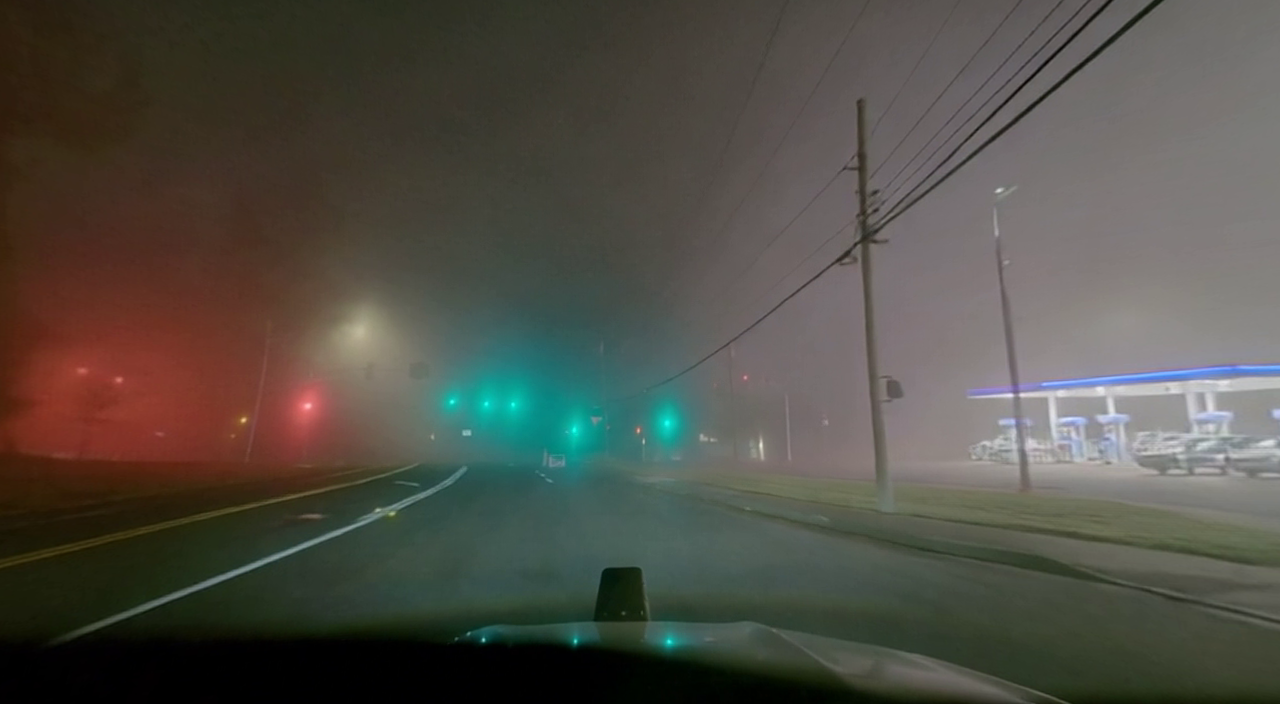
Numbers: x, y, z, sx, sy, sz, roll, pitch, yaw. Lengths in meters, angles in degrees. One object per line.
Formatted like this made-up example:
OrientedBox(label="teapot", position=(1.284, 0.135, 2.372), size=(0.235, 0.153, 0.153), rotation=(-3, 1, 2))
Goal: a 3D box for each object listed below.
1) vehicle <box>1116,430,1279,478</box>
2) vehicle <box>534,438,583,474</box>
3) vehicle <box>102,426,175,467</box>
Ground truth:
OrientedBox(label="vehicle", position=(18.961, 3.398, 21.023), size=(4.677, 1.494, 1.960), rotation=(1, -9, -9))
OrientedBox(label="vehicle", position=(-4.737, 5.914, 35.937), size=(2.300, 1.868, 4.690), rotation=(2, -9, -13))
OrientedBox(label="vehicle", position=(-32.267, 6.122, 40.456), size=(2.427, 2.514, 2.560), rotation=(-4, -10, 21))
